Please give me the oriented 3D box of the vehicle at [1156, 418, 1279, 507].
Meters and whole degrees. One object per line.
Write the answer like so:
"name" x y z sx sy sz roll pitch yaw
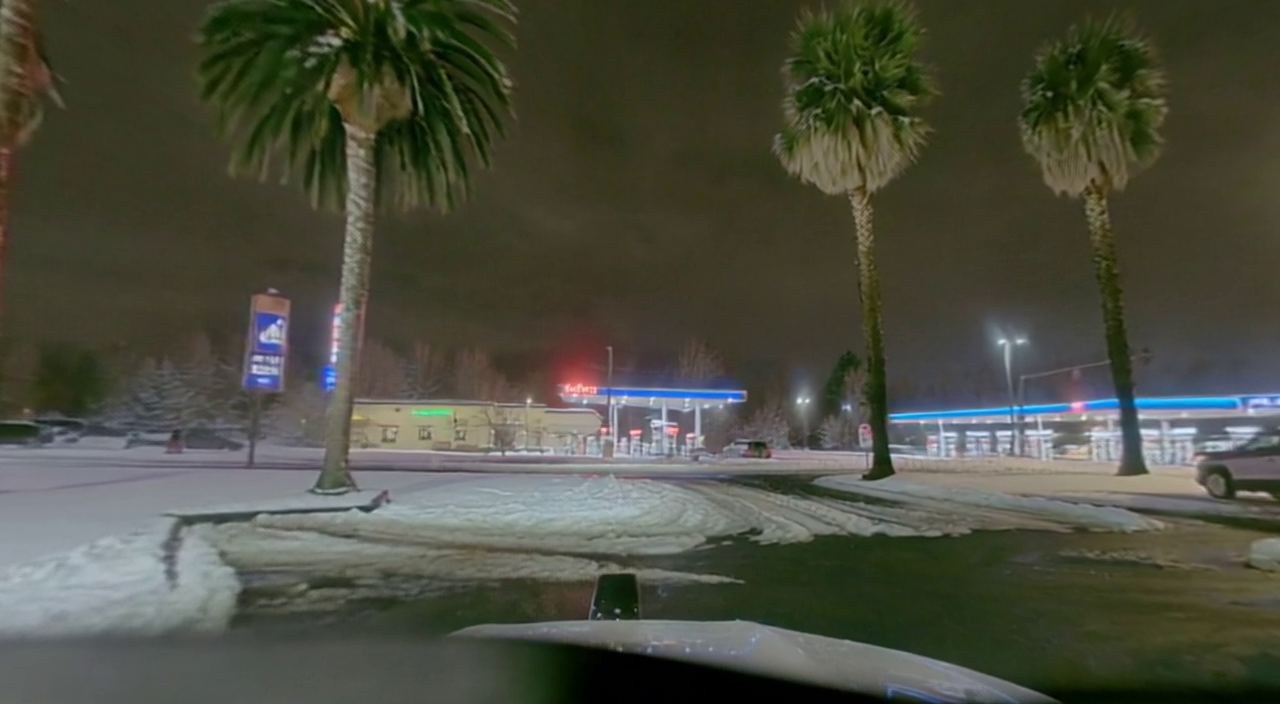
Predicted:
"vehicle" 14.339 2.369 13.574 2.028 1.850 4.731 2 -8 -10
